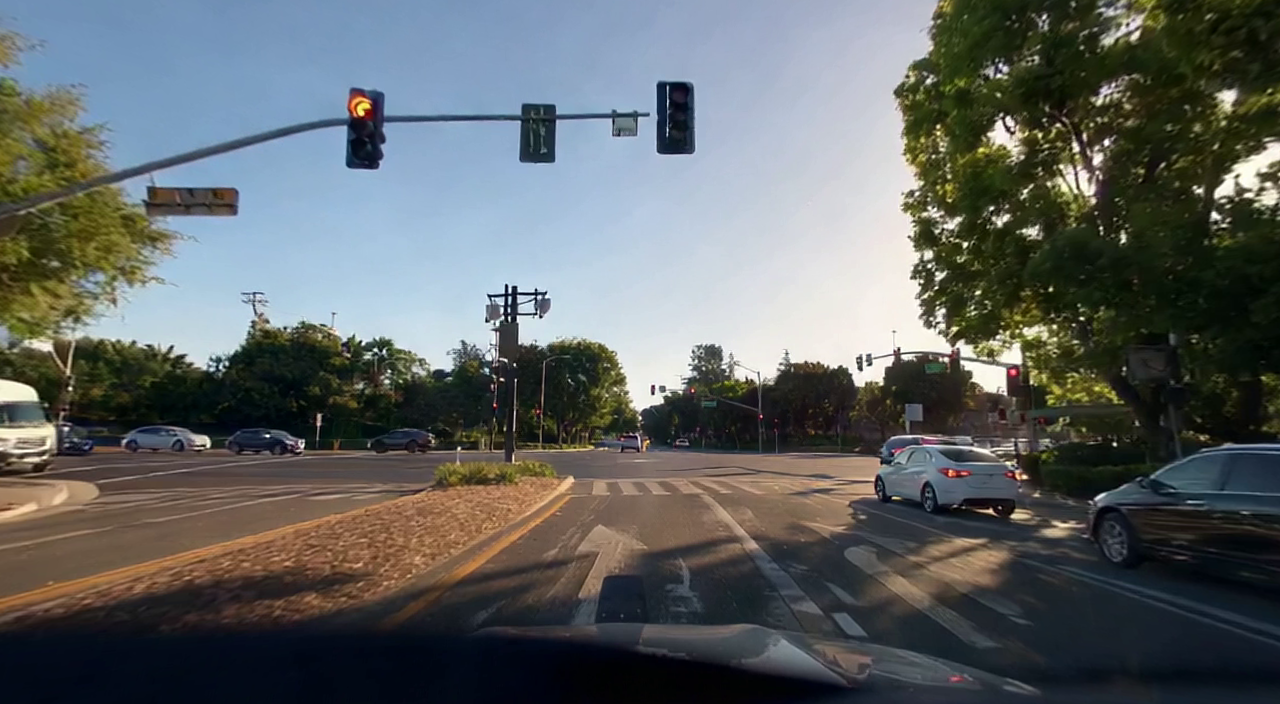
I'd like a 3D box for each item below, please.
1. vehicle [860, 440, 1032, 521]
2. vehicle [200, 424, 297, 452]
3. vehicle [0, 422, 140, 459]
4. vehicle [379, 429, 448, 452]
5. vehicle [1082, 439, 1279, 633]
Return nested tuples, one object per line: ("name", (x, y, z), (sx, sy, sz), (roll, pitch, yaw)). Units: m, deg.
("vehicle", (6.458, 2.719, 13.933), (1.815, 1.417, 4.125), (3, -9, 1))
("vehicle", (-22.820, 5.074, 37.007), (4.331, 1.544, 1.896), (2, -9, -15))
("vehicle", (-23.924, 3.723, 26.460), (4.162, 1.449, 1.814), (2, -9, -11))
("vehicle", (-15.335, 6.008, 42.689), (4.683, 1.495, 2.119), (-7, -11, 38))
("vehicle", (5.873, 1.365, 4.504), (2.026, 1.458, 4.784), (1, -9, 1))
